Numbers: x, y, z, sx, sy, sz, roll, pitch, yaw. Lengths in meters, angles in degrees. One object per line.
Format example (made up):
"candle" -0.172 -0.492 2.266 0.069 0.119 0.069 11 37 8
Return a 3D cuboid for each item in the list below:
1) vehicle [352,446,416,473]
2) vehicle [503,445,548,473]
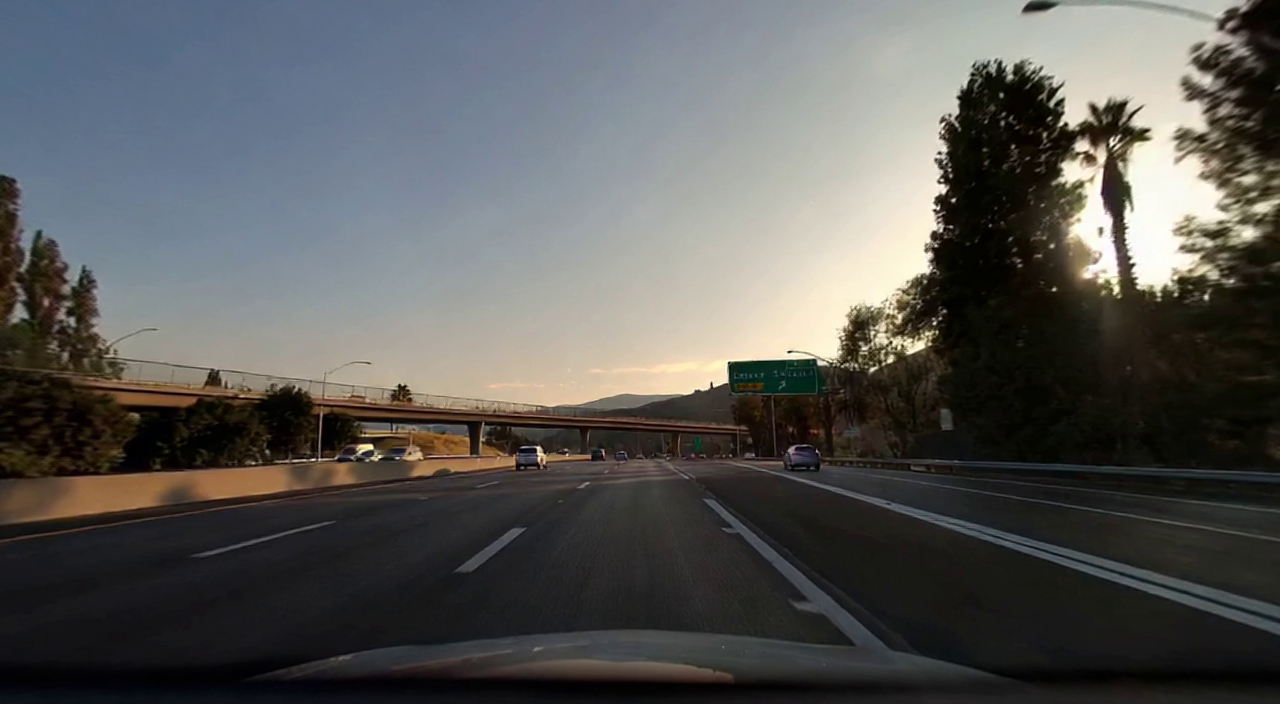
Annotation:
"vehicle" -15.689 6.604 38.757 2.016 1.537 4.602 0 -8 1
"vehicle" -7.008 6.596 38.863 1.935 1.633 3.955 0 -8 1
